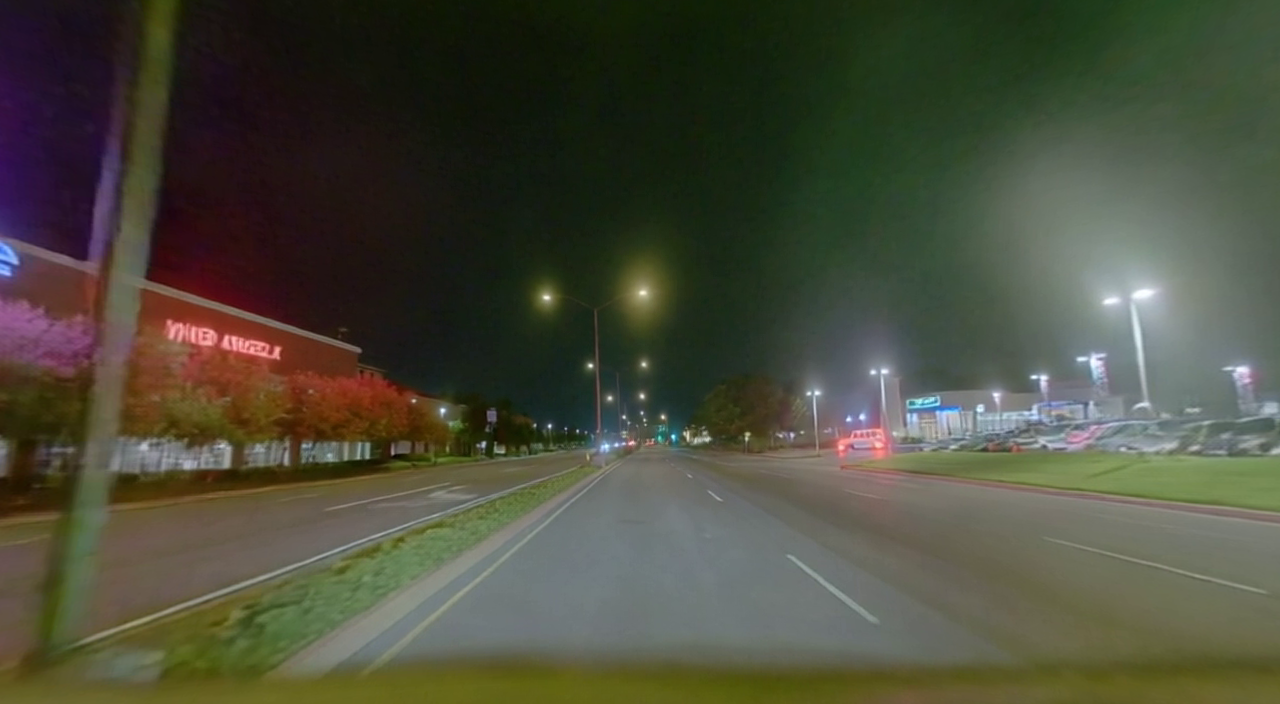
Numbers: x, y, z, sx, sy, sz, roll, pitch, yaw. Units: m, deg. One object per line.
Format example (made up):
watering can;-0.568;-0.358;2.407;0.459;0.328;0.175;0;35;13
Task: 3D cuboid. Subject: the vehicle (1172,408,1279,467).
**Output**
vehicle;20.097;2.699;20.009;4.532;1.763;2.102;1;-7;-2
